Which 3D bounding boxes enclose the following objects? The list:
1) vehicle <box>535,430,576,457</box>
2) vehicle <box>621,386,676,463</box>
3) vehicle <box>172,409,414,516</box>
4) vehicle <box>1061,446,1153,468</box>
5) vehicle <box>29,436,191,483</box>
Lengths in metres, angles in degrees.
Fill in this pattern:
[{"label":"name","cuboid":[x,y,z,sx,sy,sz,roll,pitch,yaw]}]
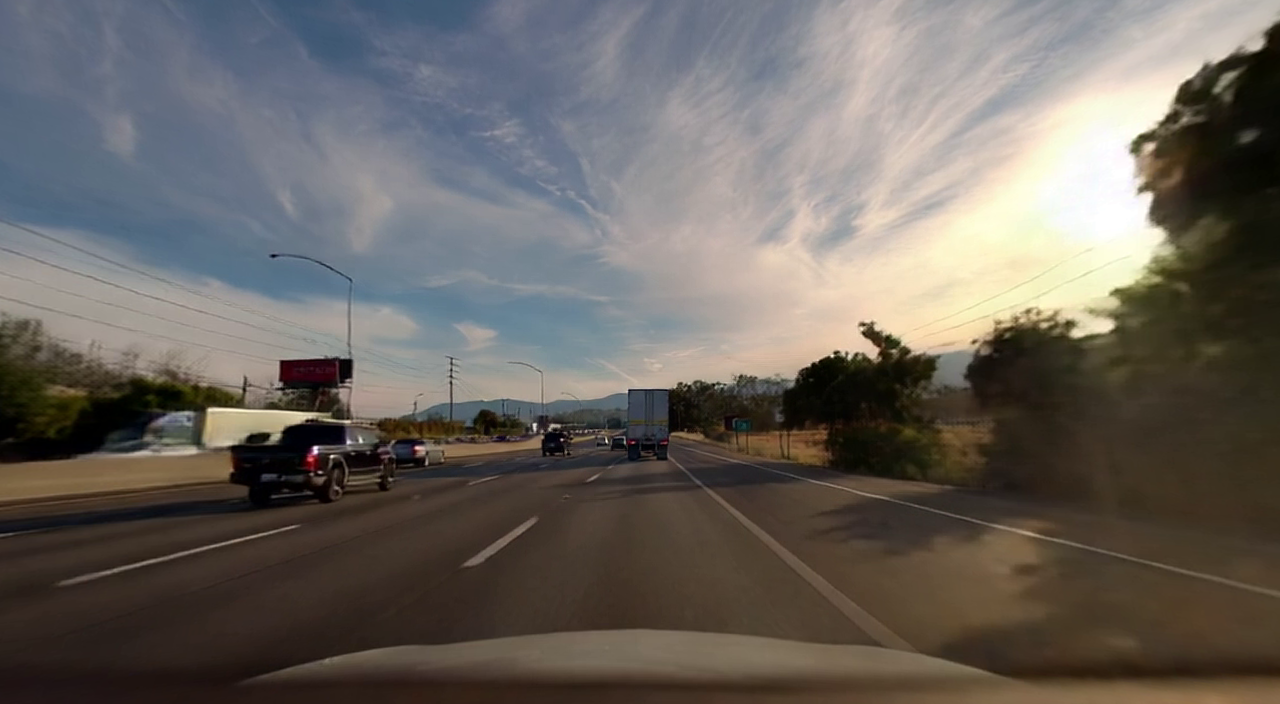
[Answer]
[{"label":"vehicle","cuboid":[-6.430,7.041,48.765,2.263,1.936,5.802,0,-8,1]},{"label":"vehicle","cuboid":[0.633,4.585,38.557,2.879,4.027,11.243,-1,-8,2]},{"label":"vehicle","cuboid":[-7.049,2.319,13.759,2.197,1.847,5.364,0,-8,0]},{"label":"vehicle","cuboid":[33.486,7.534,45.347,1.757,1.437,4.897,5,-10,-34]},{"label":"vehicle","cuboid":[-17.933,3.634,21.660,1.911,1.440,4.191,0,-8,0]}]
